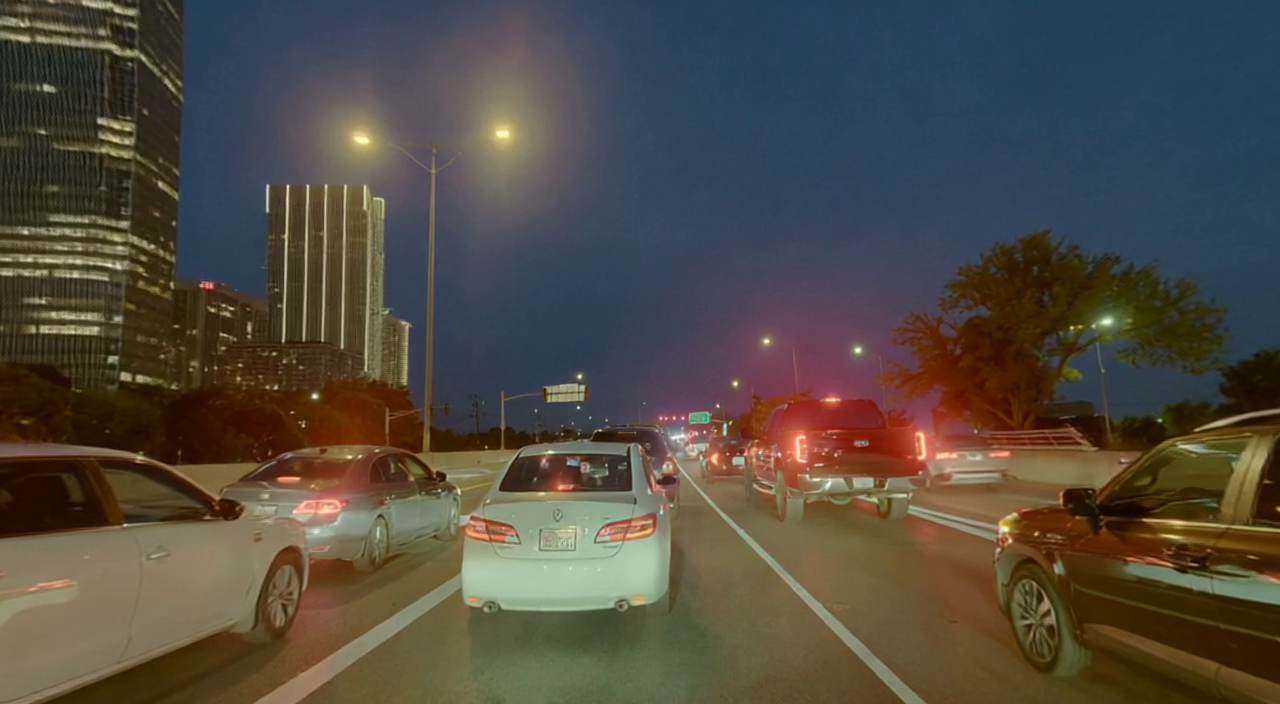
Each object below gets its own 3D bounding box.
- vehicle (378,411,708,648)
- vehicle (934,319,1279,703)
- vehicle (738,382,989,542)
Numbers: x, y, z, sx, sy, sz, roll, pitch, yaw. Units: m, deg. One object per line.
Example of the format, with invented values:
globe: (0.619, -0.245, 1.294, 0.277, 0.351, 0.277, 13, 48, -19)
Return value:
vehicle: (-0.579, 1.483, 6.331, 2.172, 1.536, 4.250, 0, -9, 2)
vehicle: (3.126, 0.766, 2.095, 2.024, 1.723, 4.714, 0, -9, 1)
vehicle: (3.520, 1.941, 11.606, 2.497, 2.186, 5.890, 0, -9, 1)
